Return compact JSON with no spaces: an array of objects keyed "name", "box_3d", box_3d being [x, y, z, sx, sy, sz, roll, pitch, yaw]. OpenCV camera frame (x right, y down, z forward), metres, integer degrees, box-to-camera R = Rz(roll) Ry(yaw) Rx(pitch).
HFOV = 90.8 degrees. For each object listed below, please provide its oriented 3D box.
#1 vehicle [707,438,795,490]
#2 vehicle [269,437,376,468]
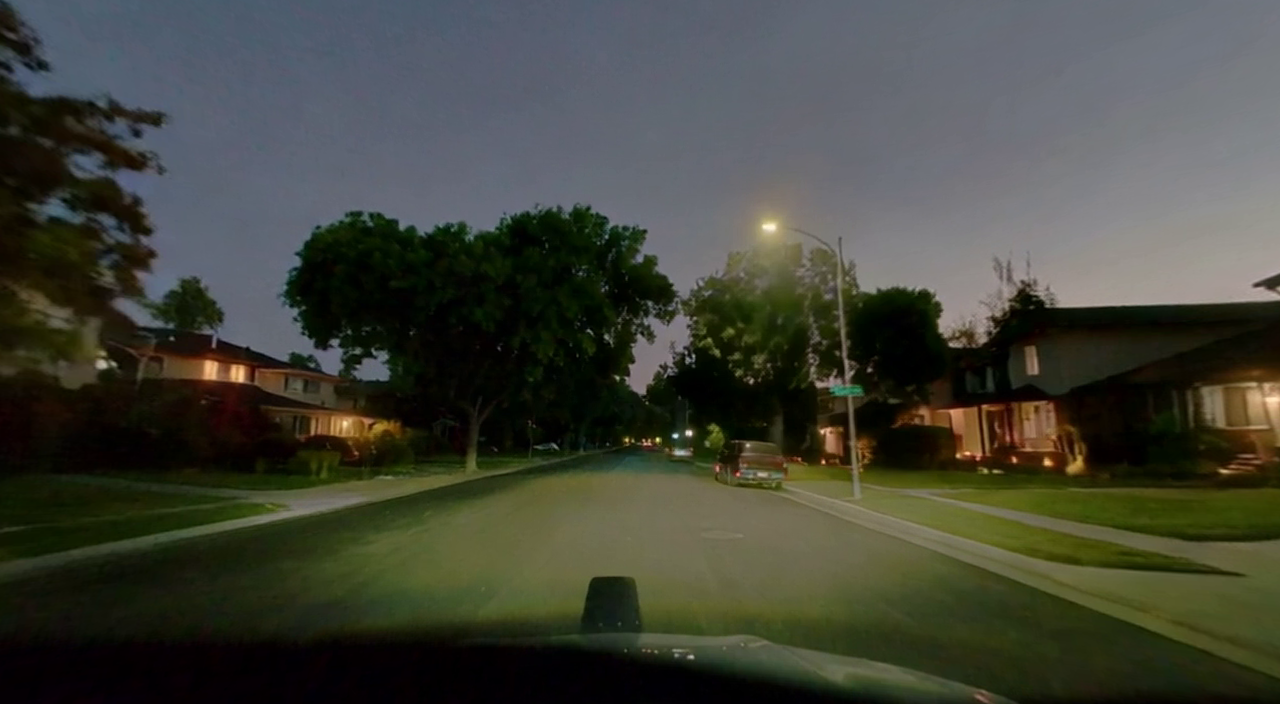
[{"name":"vehicle","box_3d":[3.733,3.850,22.137,2.136,1.596,4.790,0,-9,-1]},{"name":"vehicle","box_3d":[-16.918,5.365,33.909,4.607,1.573,2.058,0,-8,-5]}]
